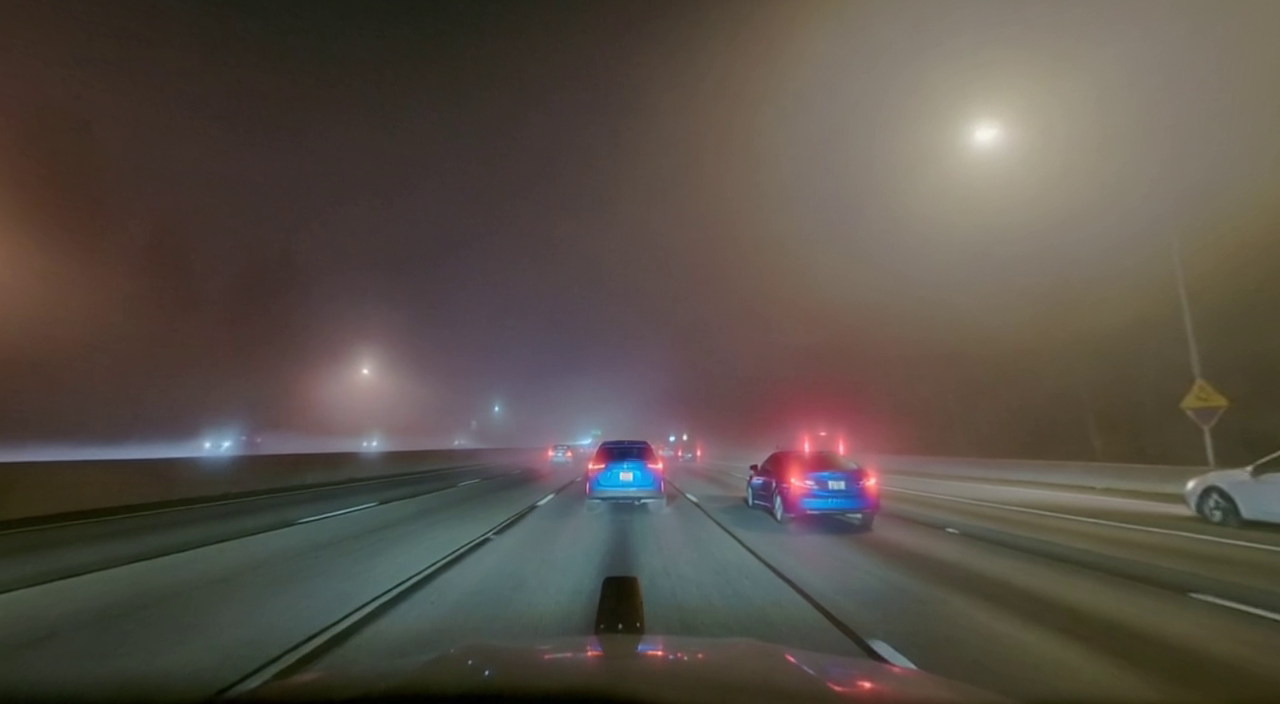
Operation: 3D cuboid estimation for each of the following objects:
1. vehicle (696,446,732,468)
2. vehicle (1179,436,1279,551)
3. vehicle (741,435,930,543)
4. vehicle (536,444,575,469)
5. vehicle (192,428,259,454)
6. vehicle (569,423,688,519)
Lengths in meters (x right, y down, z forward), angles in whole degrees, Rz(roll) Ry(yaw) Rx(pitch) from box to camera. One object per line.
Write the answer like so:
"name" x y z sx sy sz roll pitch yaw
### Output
"vehicle" 5.536 7.959 47.875 1.972 1.521 4.498 1 -9 -3
"vehicle" 10.266 1.921 8.259 2.106 1.641 4.671 1 -9 -3
"vehicle" 3.181 2.314 11.309 1.975 1.532 4.227 1 -9 -1
"vehicle" -5.403 6.739 40.807 2.023 1.497 4.526 1 -9 -2
"vehicle" -30.794 6.640 46.946 1.965 1.795 4.589 1 -9 -3
"vehicle" -0.242 2.496 13.630 2.181 1.728 3.970 1 -9 -1
